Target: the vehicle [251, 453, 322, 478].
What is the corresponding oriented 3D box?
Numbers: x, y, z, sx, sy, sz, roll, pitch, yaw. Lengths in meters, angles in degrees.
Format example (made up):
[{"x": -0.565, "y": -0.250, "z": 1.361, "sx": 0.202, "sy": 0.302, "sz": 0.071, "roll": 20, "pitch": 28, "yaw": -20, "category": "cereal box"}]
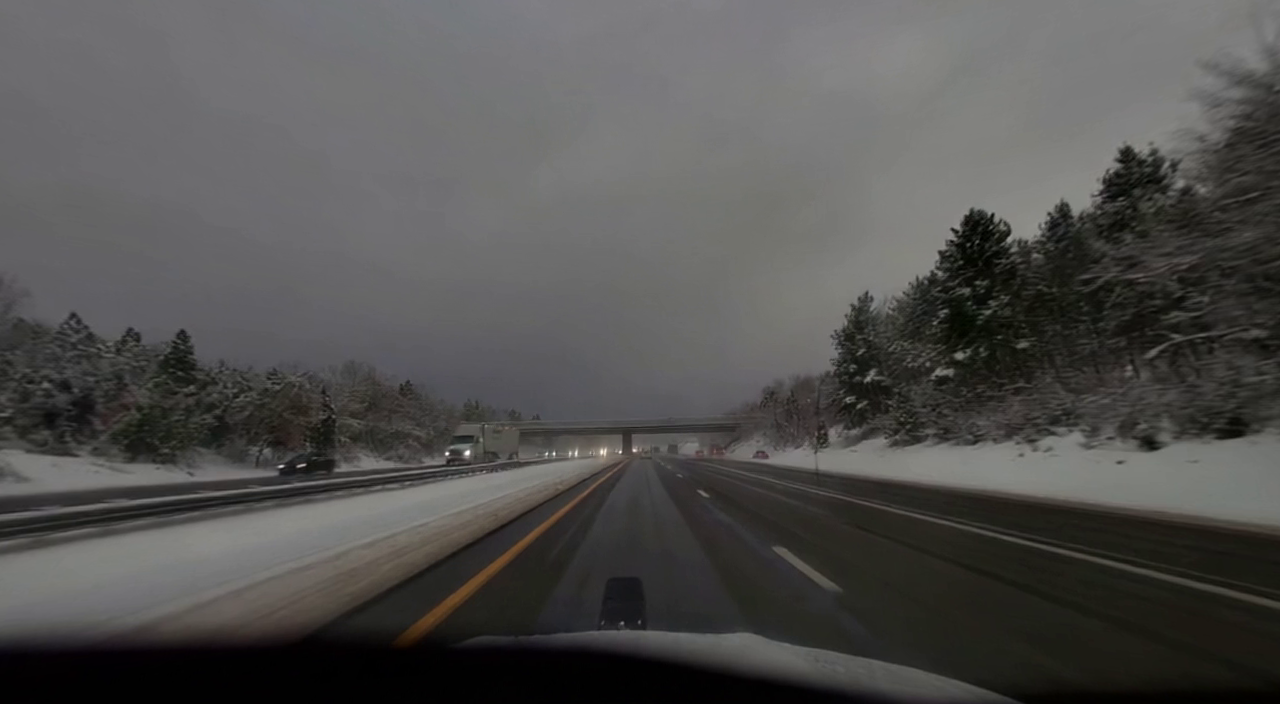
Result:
[{"x": -23.626, "y": 7.574, "z": 42.161, "sx": 1.941, "sy": 1.485, "sz": 4.816, "roll": 0, "pitch": -8, "yaw": 0, "category": "vehicle"}]
